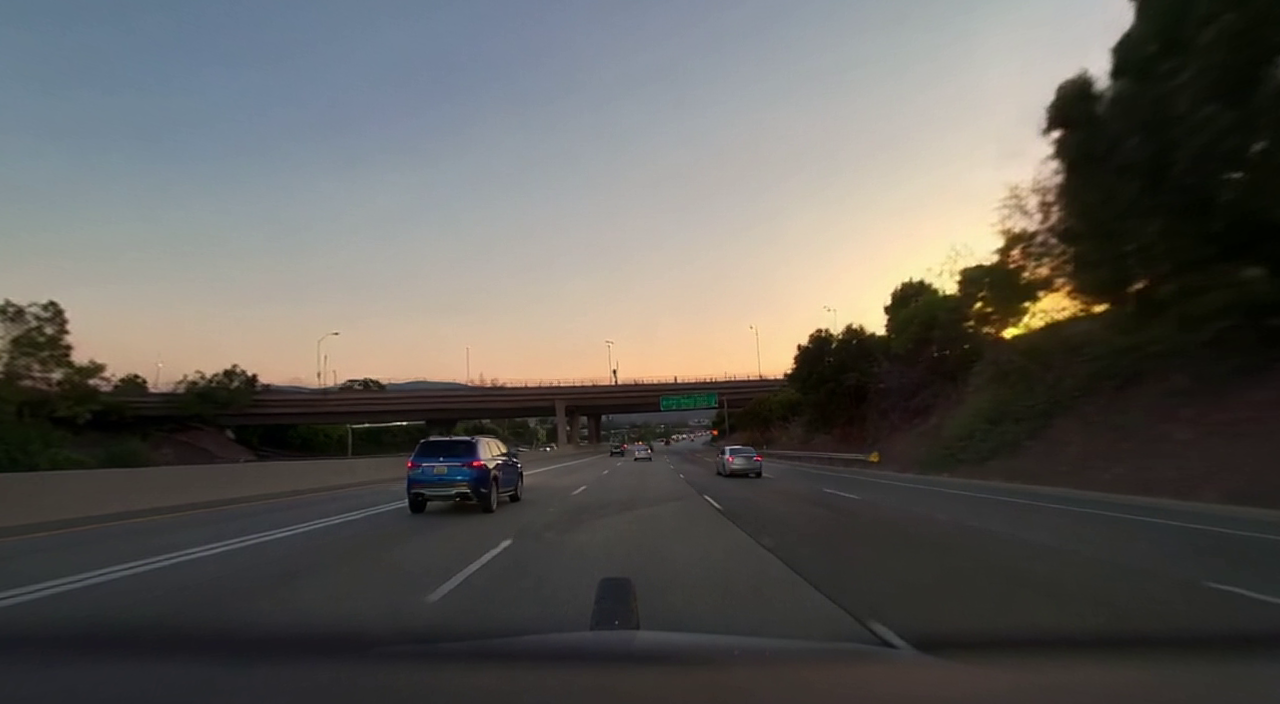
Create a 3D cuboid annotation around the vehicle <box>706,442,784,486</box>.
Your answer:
[{"bbox_3d":[3.796,4.118,23.637,2.083,1.453,4.307,0,-8,-1],"label":"vehicle"}]

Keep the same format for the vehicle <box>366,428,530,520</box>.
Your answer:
[{"bbox_3d":[-3.855,2.518,13.584,2.193,1.641,4.077,0,-8,1],"label":"vehicle"}]
